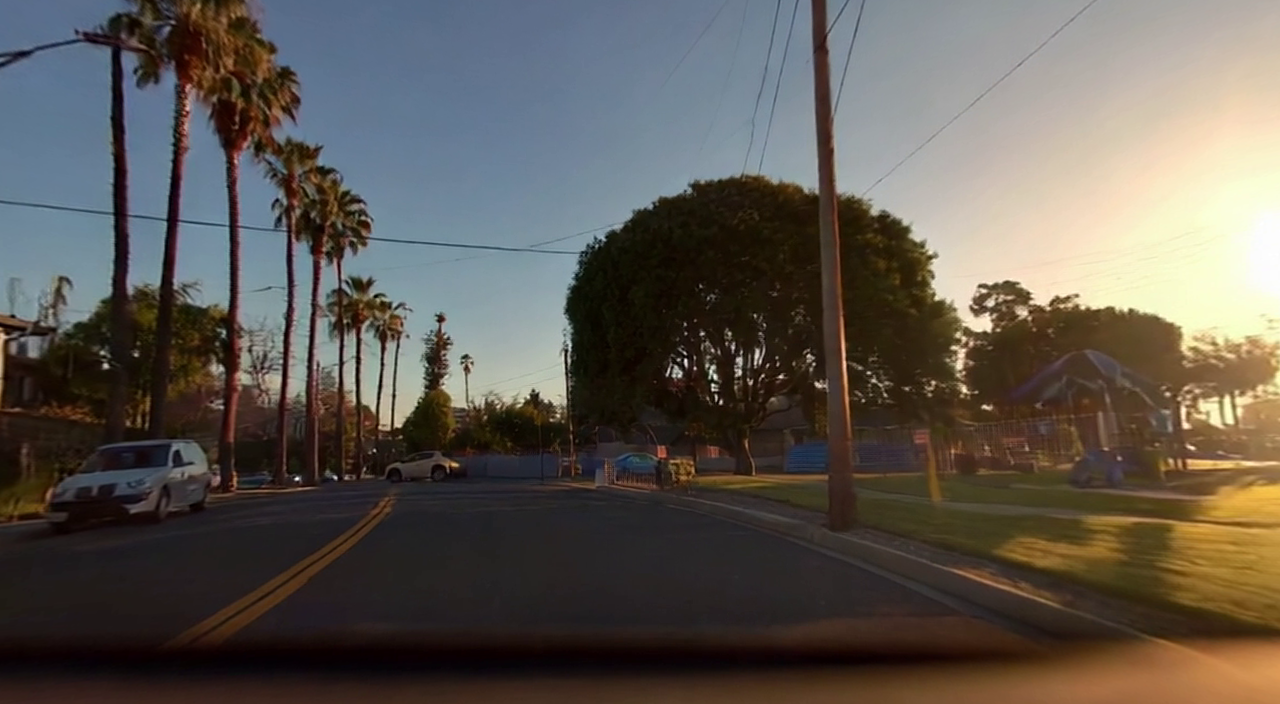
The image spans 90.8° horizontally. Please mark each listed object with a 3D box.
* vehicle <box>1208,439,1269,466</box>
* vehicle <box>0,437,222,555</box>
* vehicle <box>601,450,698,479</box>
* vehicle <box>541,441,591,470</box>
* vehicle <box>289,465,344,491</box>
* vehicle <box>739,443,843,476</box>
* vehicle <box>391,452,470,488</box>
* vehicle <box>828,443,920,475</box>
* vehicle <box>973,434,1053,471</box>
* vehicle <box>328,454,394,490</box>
[{"bbox_3d":[40.837,6.826,43.193,1.912,1.455,4.268,-4,-5,28],"label":"vehicle"},{"bbox_3d":[-10.577,2.748,13.088,2.059,1.732,4.527,1,-5,-19],"label":"vehicle"},{"bbox_3d":[0.543,5.966,33.628,4.966,1.377,1.739,-1,-6,7],"label":"vehicle"},{"bbox_3d":[-5.317,7.496,46.076,2.164,1.764,4.492,-3,-6,14],"label":"vehicle"},{"bbox_3d":[-23.349,9.026,45.528,4.075,1.482,1.789,-5,-6,35],"label":"vehicle"},{"bbox_3d":[7.937,5.643,33.411,4.952,1.472,1.837,0,-5,-7],"label":"vehicle"},{"bbox_3d":[-12.482,6.962,37.593,4.586,1.784,1.890,-4,-6,31],"label":"vehicle"},{"bbox_3d":[12.785,5.809,34.511,4.461,1.417,1.781,1,-5,-15],"label":"vehicle"},{"bbox_3d":[23.175,6.140,39.207,4.994,1.898,2.267,2,-6,-35],"label":"vehicle"},{"bbox_3d":[-18.599,7.909,41.988,4.844,1.974,2.092,-6,-7,40],"label":"vehicle"}]
